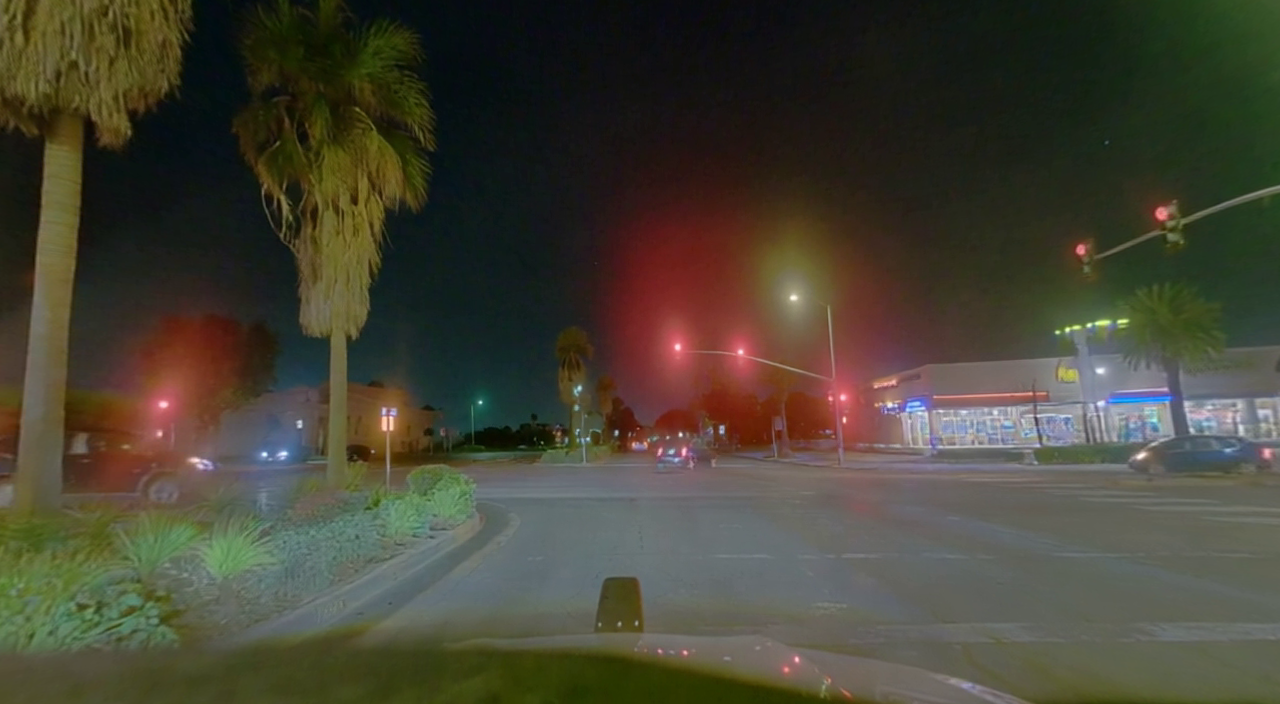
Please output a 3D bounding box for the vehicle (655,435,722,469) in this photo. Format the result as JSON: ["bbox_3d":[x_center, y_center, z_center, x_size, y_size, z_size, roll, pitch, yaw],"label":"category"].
[{"bbox_3d":[2.639,5.256,33.273,1.999,1.653,4.603,-4,-9,25],"label":"vehicle"}]

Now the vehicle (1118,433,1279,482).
[{"bbox_3d":[21.648,4.015,24.126,4.722,1.717,2.000,-2,-9,15],"label":"vehicle"}]

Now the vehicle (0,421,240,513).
[{"bbox_3d":[-13.093,2.664,14.850,5.619,1.951,2.321,0,-8,-3],"label":"vehicle"}]
